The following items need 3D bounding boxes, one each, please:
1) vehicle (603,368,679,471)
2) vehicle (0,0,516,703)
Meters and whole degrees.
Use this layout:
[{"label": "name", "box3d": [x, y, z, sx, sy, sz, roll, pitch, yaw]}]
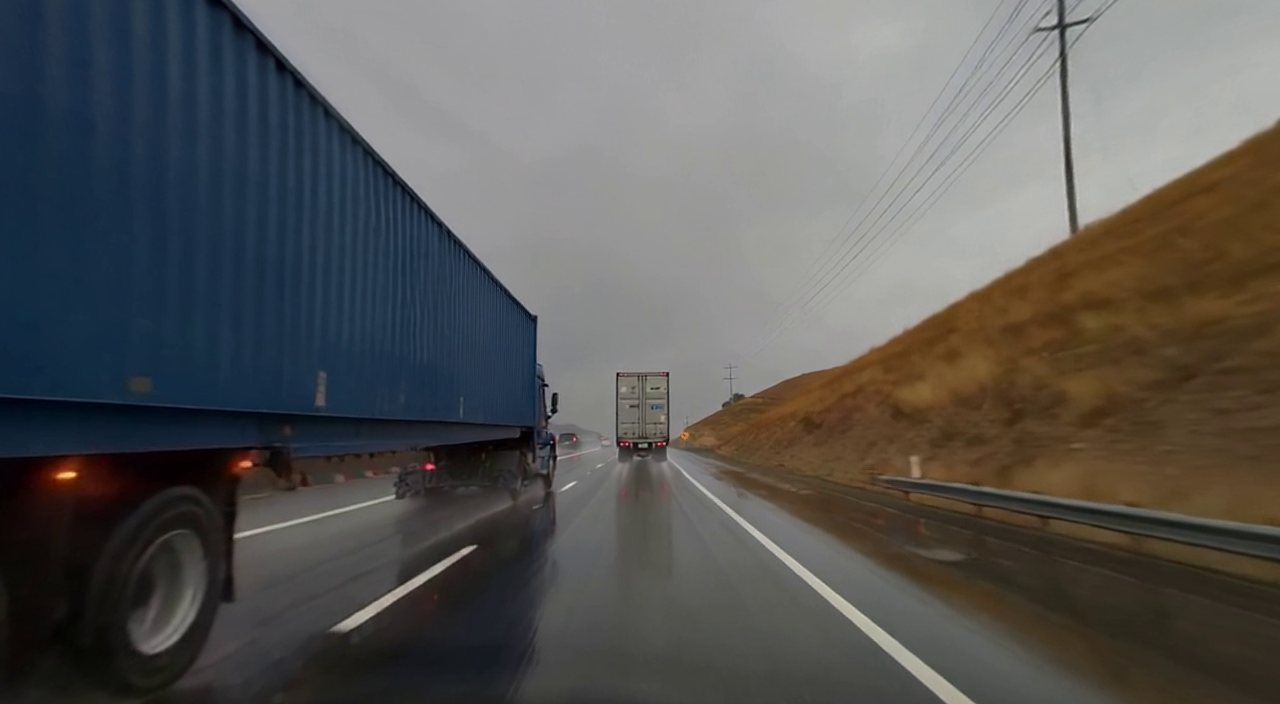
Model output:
[{"label": "vehicle", "box3d": [-0.043, 3.488, 30.867, 3.006, 4.120, 11.586, 0, -8, -1]}, {"label": "vehicle", "box3d": [-4.127, 0.024, 5.504, 3.065, 4.105, 13.706, 0, -8, 1]}]
